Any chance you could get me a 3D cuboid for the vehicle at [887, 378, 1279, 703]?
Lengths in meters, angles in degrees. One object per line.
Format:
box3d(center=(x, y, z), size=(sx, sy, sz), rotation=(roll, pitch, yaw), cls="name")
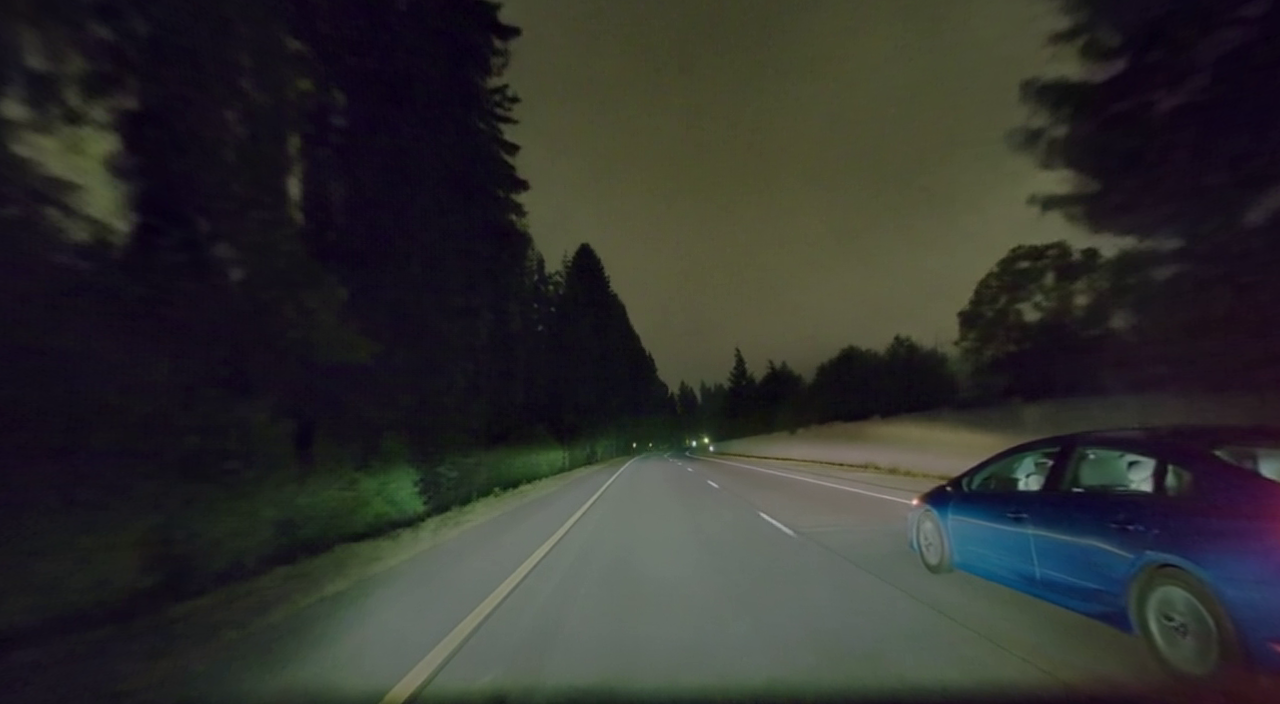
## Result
box3d(center=(3.488, 1.059, 3.790), size=(2.061, 1.503, 4.823), rotation=(0, -8, 0), cls="vehicle")
